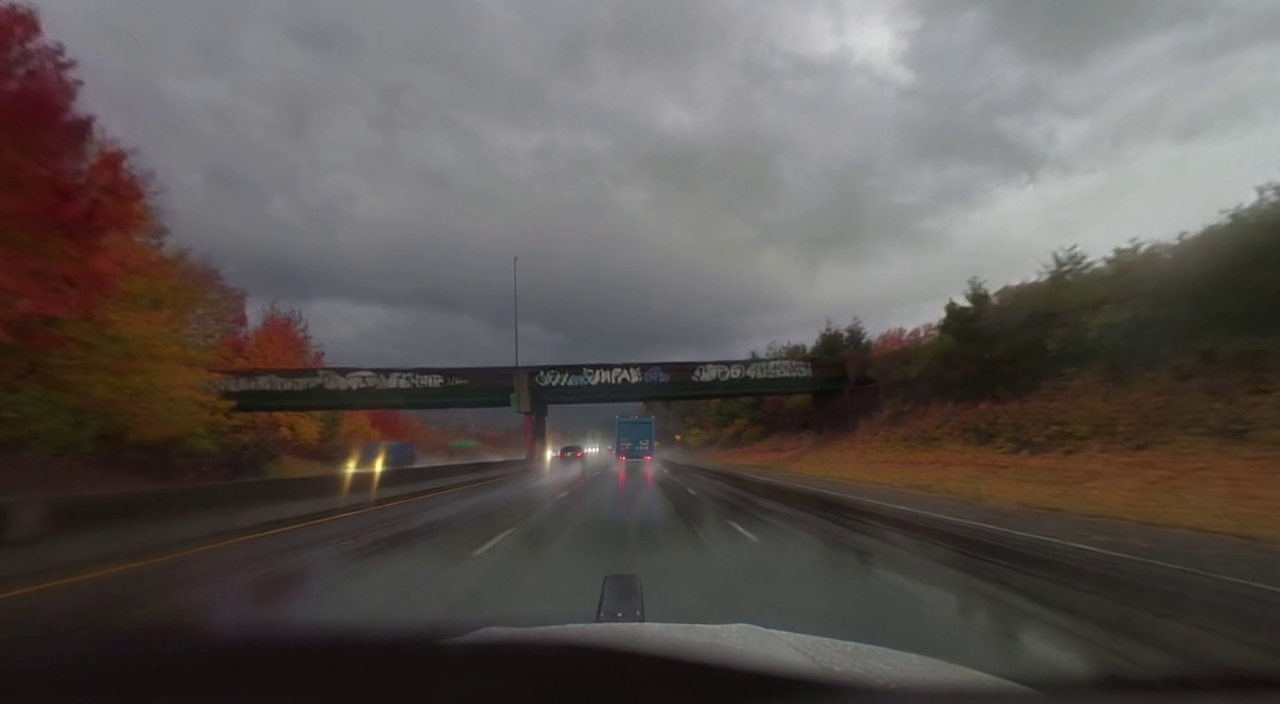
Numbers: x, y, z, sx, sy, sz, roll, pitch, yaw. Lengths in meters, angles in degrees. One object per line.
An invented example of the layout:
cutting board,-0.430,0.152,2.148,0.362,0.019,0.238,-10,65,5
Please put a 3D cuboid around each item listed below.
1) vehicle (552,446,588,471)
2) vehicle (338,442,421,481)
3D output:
vehicle,-4.422,6.805,40.203,1.892,1.529,3.996,0,-9,-1
vehicle,-17.914,7.542,43.720,2.564,2.452,7.489,0,-9,0
